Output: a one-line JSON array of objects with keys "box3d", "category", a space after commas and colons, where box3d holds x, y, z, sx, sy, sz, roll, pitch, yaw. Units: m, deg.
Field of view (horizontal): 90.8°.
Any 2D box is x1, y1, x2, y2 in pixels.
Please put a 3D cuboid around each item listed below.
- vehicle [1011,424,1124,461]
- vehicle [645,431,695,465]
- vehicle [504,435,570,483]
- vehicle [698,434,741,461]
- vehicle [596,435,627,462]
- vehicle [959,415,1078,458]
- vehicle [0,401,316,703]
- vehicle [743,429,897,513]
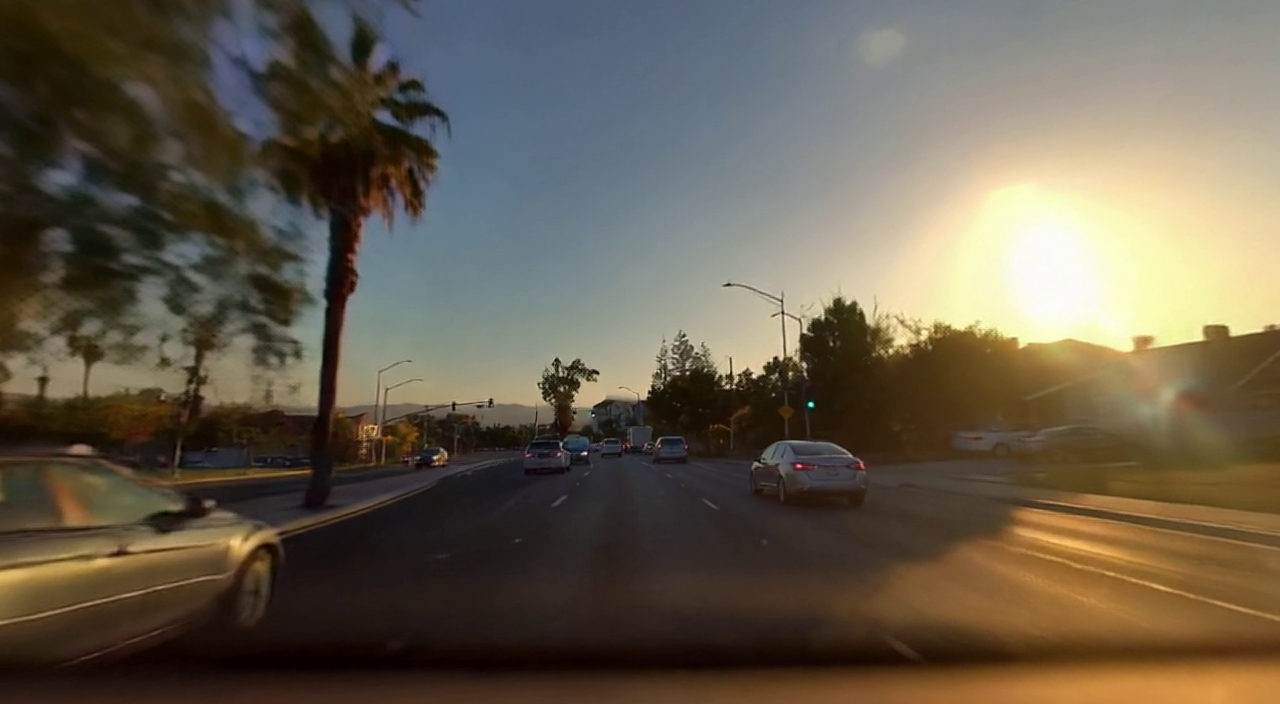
[{"box3d": [19.414, 4.075, 28.688, 4.372, 1.425, 1.833, 0, -8, -18], "category": "vehicle"}, {"box3d": [1.807, 6.048, 39.972, 2.391, 1.960, 5.600, 0, -8, -5], "category": "vehicle"}, {"box3d": [-3.672, 3.872, 23.214, 1.922, 1.577, 4.140, 0, -8, -3], "category": "vehicle"}, {"box3d": [5.485, 6.653, 43.987, 2.011, 1.805, 4.260, 1, -9, -6], "category": "vehicle"}, {"box3d": [-2.214, 7.303, 47.850, 2.164, 1.867, 4.254, 0, -8, -6], "category": "vehicle"}, {"box3d": [19.165, 4.306, 32.027, 5.335, 2.053, 2.123, 3, -9, -20], "category": "vehicle"}, {"box3d": [-3.489, 0.987, 2.796, 1.924, 1.473, 4.200, 0, -8, -1], "category": "vehicle"}, {"box3d": [3.581, 2.435, 13.401, 1.870, 1.491, 4.009, 0, -8, -3], "category": "vehicle"}]
